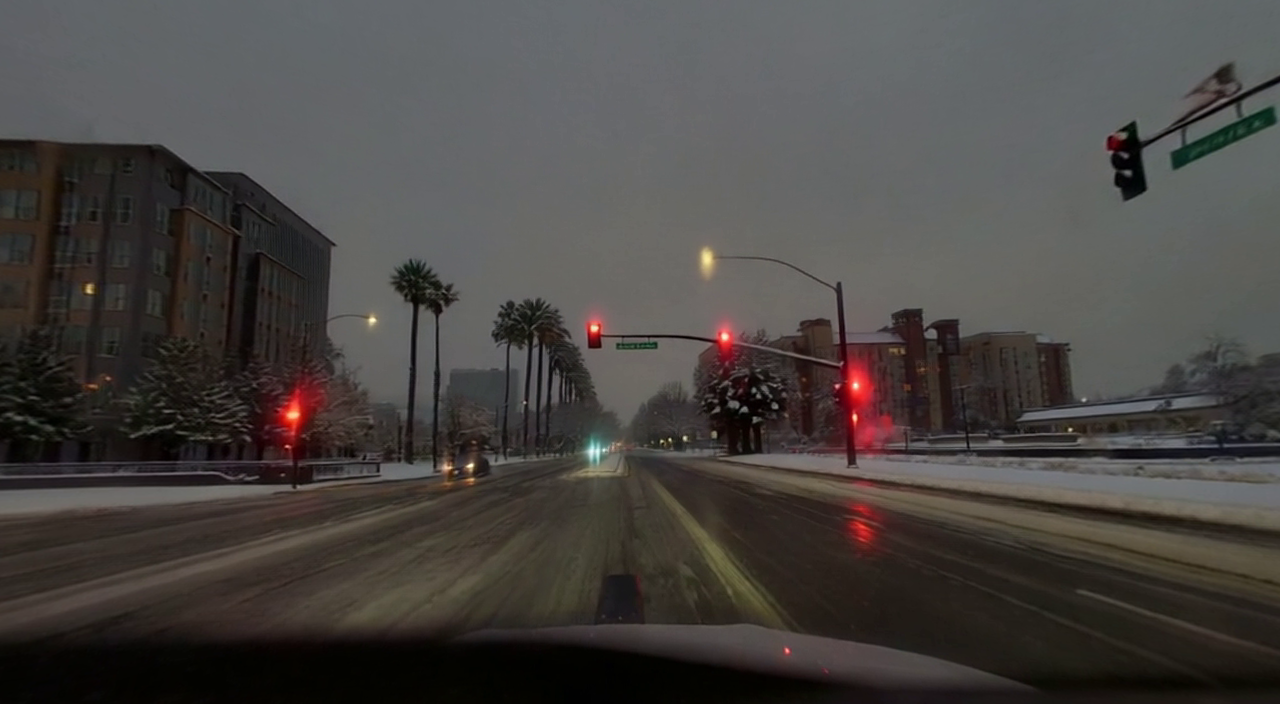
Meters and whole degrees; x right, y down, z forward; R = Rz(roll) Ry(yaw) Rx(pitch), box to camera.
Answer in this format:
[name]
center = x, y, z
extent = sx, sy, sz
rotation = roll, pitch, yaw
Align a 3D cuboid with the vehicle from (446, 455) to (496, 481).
[vehicle]
center = -10.756, 7.405, 40.532
extent = 2.149, 1.477, 4.186
rotation = 0, -9, -2
